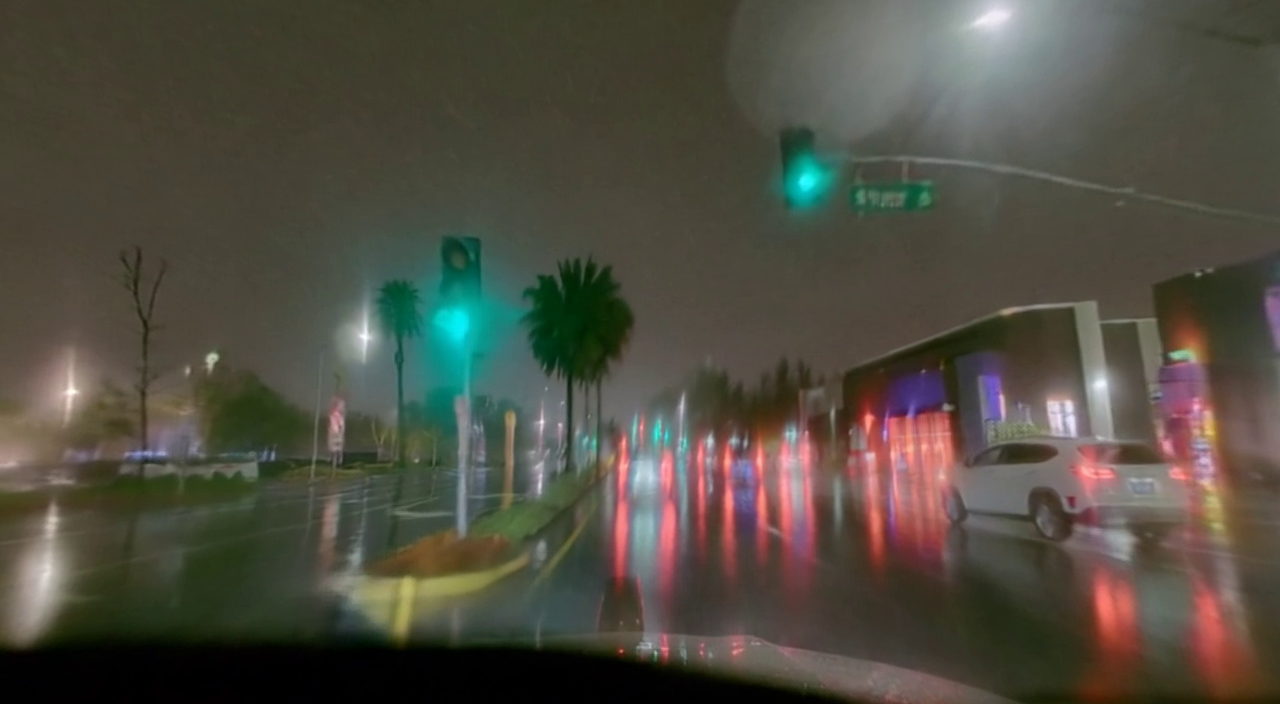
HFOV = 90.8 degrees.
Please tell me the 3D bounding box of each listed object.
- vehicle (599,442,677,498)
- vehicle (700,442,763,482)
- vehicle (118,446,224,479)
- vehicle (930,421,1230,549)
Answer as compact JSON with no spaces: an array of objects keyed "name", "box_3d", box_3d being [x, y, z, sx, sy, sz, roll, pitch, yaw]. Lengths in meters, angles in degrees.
[{"name":"vehicle","box_3d":[-0.069,3.502,19.123,2.110,1.487,3.873,0,-8,0]},{"name":"vehicle","box_3d":[3.737,4.574,26.553,1.892,1.532,4.177,0,-8,-2]},{"name":"vehicle","box_3d":[-30.917,7.320,41.752,5.230,1.986,2.250,-1,-11,3]},{"name":"vehicle","box_3d":[6.801,2.066,10.477,1.940,1.674,4.085,0,-8,-1]}]
